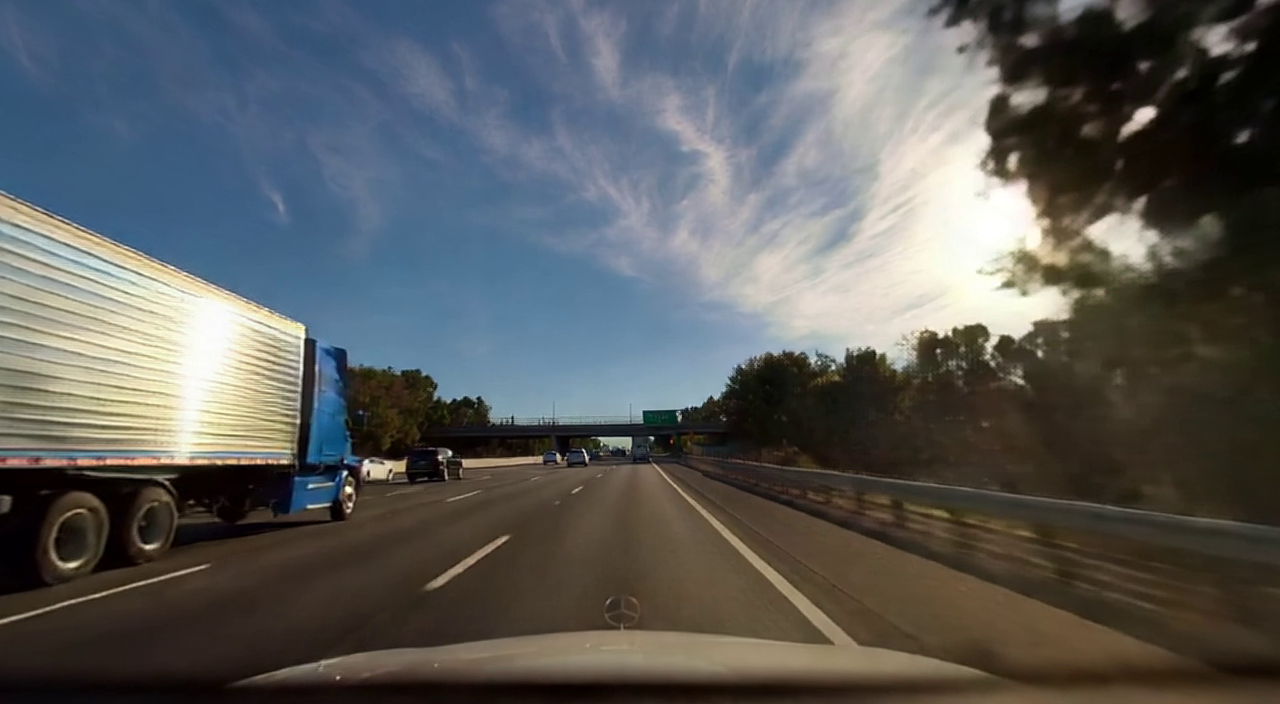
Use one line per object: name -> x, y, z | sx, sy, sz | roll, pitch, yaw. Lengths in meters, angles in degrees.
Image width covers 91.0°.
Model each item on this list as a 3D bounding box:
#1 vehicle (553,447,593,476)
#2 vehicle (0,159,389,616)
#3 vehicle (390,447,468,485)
vehicle -> -4.205, 6.962, 40.202 | 2.094, 1.695, 4.260 | 0, -9, 0
vehicle -> -7.157, 0.801, 8.444 | 3.303, 3.868, 10.298 | 0, -9, 0
vehicle -> -10.667, 5.798, 32.343 | 2.146, 1.764, 5.510 | 0, -9, 0
